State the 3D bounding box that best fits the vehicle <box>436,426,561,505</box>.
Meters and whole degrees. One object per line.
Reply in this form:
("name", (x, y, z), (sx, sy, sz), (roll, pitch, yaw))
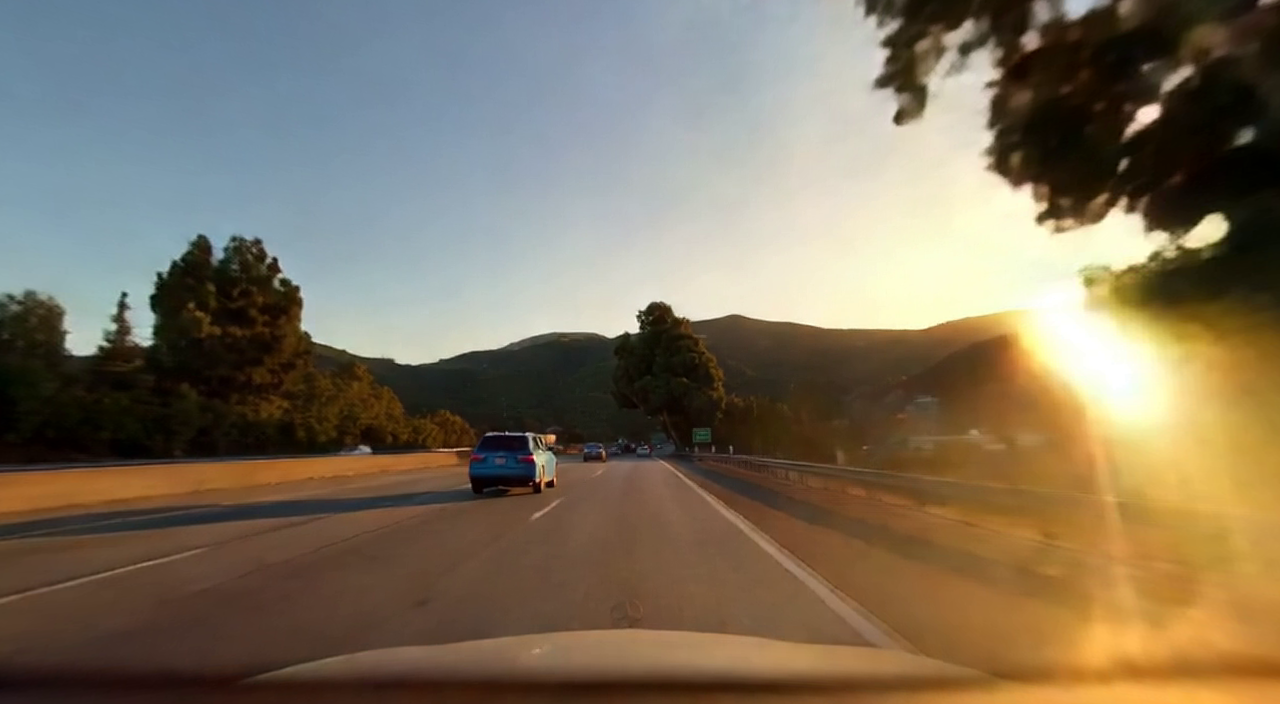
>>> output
("vehicle", (-3.439, 2.857, 16.335), (2.138, 1.718, 4.415), (-1, -8, 1))
